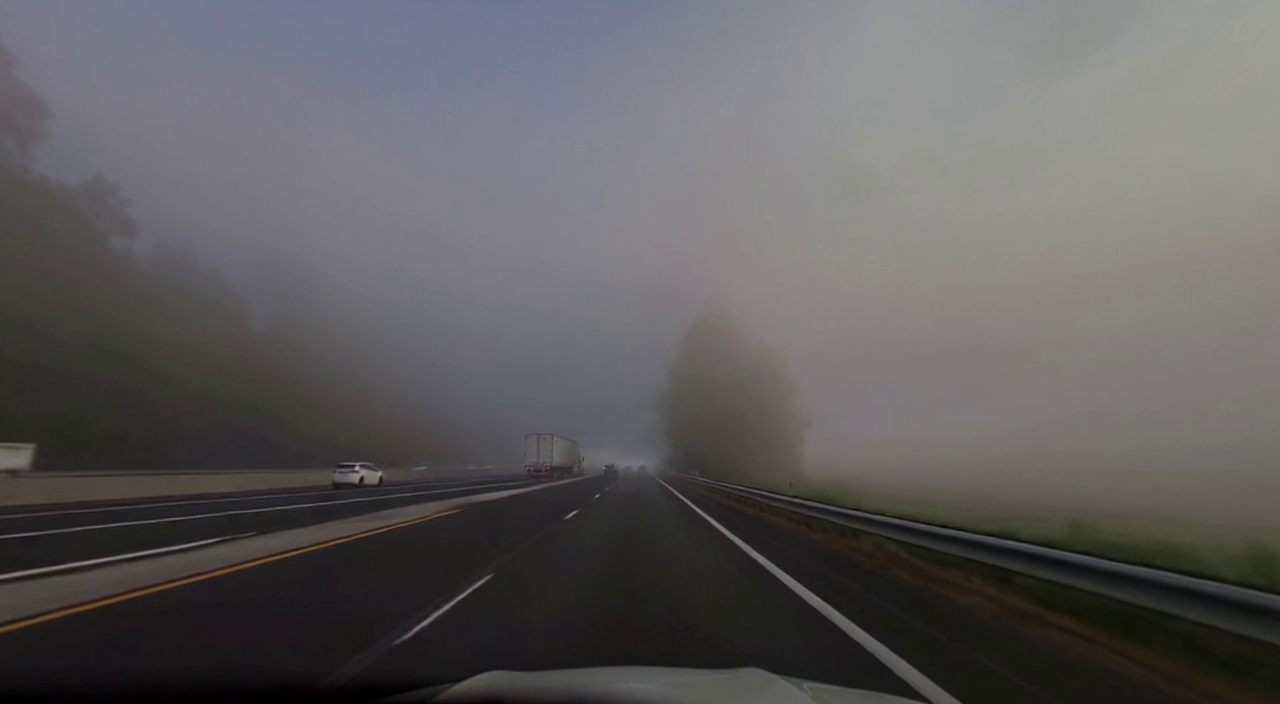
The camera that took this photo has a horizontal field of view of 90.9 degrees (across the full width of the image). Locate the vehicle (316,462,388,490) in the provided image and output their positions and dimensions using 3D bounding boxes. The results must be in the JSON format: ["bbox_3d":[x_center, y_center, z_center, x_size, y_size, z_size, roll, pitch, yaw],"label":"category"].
[{"bbox_3d":[-15.712,6.795,34.651,1.745,1.430,4.252,0,-10,3],"label":"vehicle"}]
